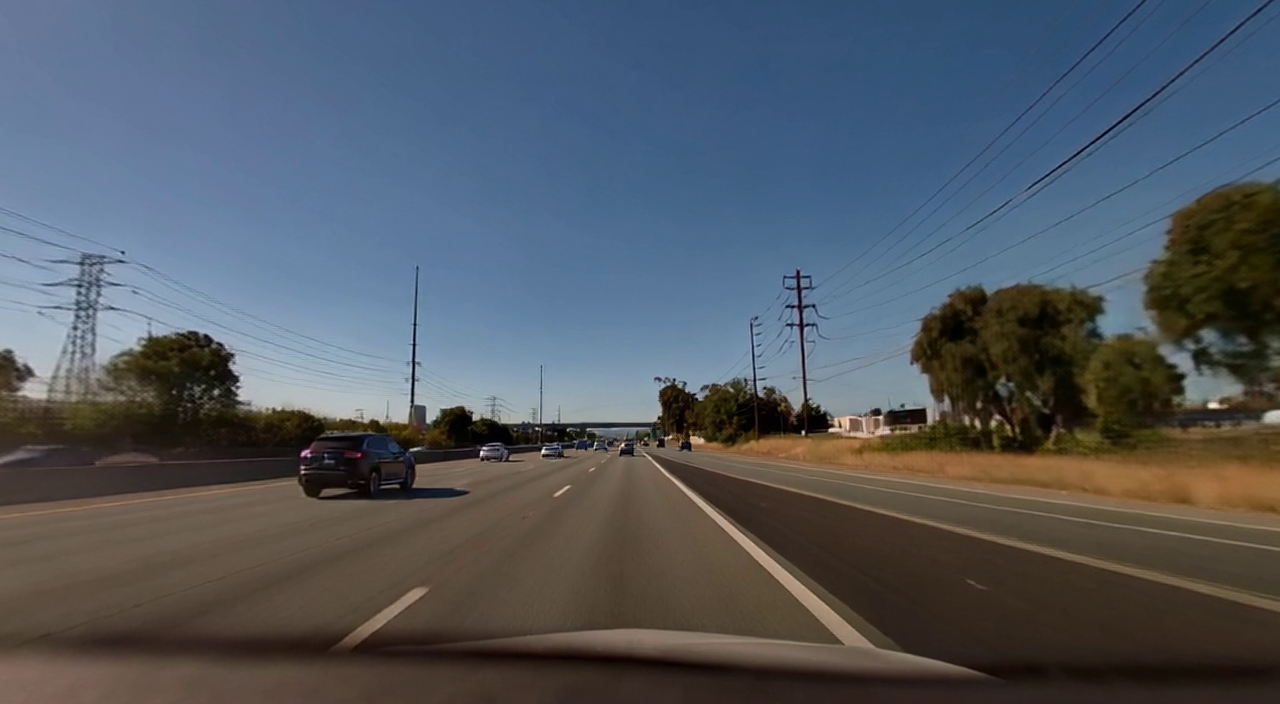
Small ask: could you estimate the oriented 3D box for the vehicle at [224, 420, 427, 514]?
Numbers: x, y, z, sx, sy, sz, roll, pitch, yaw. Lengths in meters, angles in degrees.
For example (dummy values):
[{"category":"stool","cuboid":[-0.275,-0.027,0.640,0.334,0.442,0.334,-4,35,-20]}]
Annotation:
[{"category":"vehicle","cuboid":[-7.023,2.637,15.030,2.115,1.799,5.444,0,-9,-1]}]
